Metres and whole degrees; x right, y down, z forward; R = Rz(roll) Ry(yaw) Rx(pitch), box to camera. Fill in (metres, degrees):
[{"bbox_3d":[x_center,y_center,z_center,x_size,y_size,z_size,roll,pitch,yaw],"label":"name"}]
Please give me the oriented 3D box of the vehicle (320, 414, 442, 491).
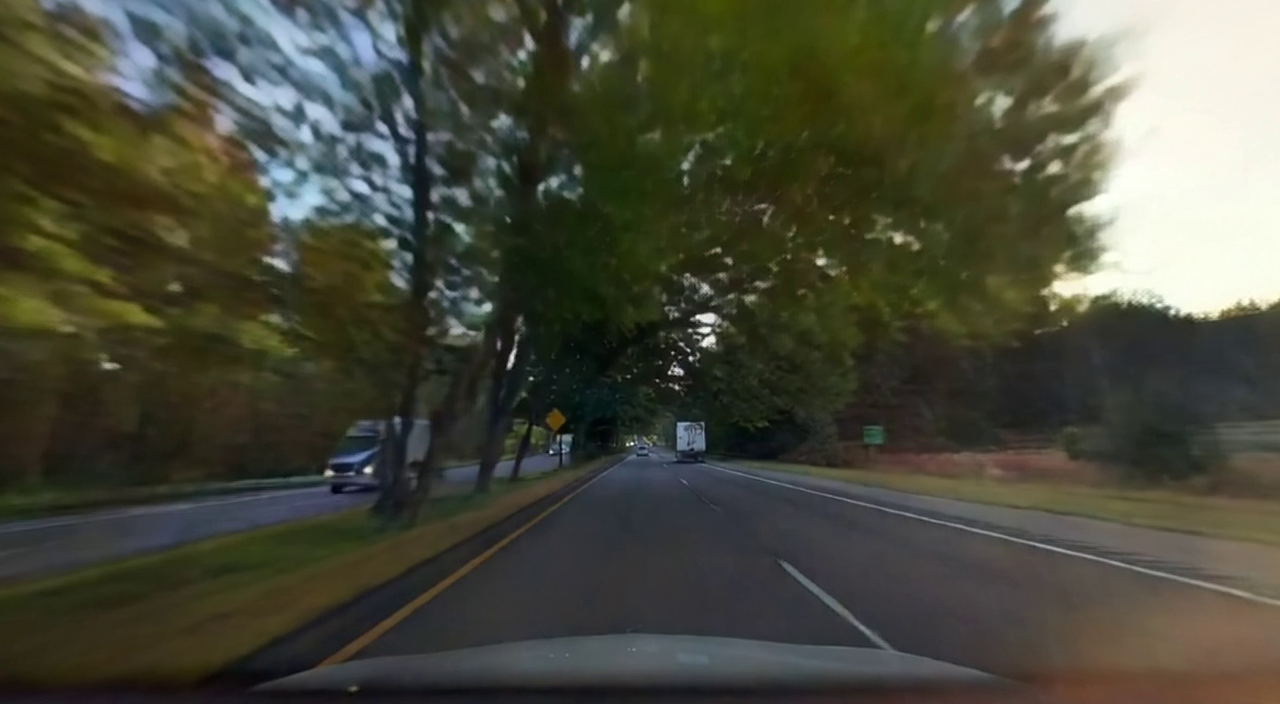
[{"bbox_3d":[-12.753,5.073,31.882,2.829,3.363,7.469,0,-9,1],"label":"vehicle"}]
